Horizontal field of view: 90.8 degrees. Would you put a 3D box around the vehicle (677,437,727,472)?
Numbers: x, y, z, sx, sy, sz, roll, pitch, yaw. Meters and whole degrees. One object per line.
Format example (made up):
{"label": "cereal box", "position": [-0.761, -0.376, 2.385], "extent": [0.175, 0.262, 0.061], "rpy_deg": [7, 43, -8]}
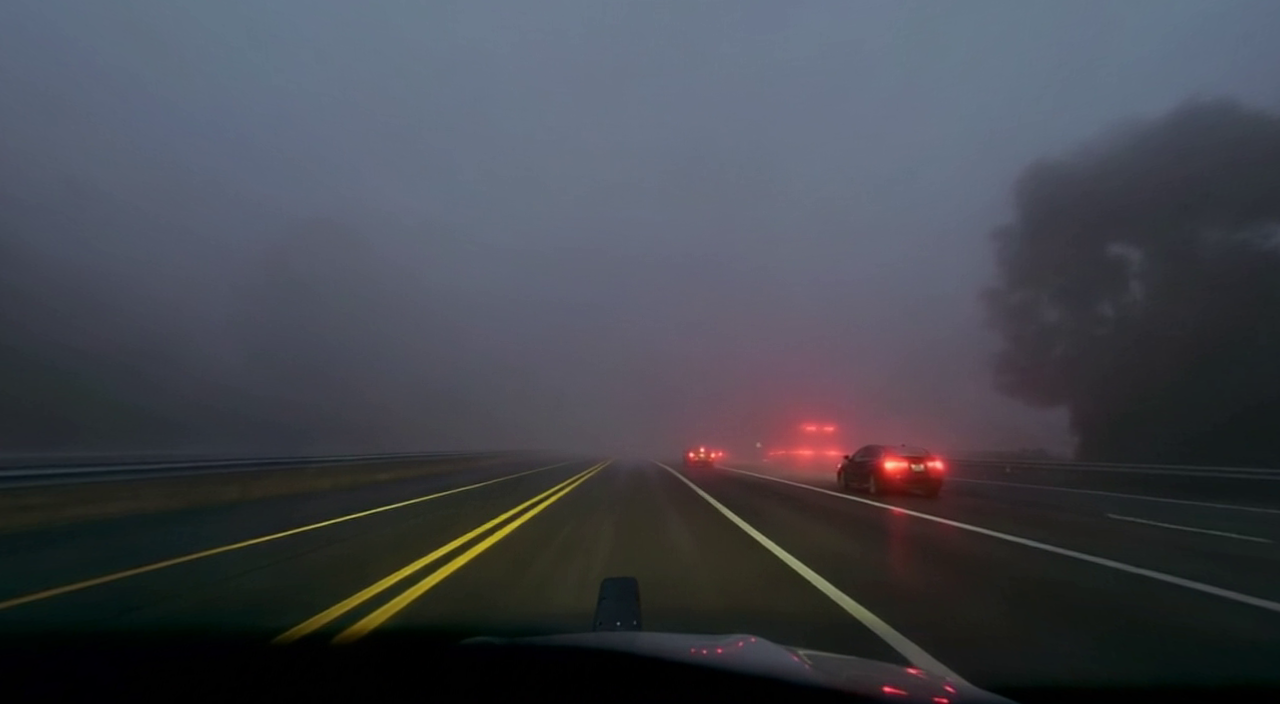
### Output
{"label": "vehicle", "position": [3.375, 5.702, 35.322], "extent": [2.141, 1.785, 4.778], "rpy_deg": [0, -8, -2]}

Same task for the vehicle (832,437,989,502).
{"label": "vehicle", "position": [7.141, 3.138, 17.408], "extent": [2.046, 1.509, 4.929], "rpy_deg": [0, -8, -2]}
